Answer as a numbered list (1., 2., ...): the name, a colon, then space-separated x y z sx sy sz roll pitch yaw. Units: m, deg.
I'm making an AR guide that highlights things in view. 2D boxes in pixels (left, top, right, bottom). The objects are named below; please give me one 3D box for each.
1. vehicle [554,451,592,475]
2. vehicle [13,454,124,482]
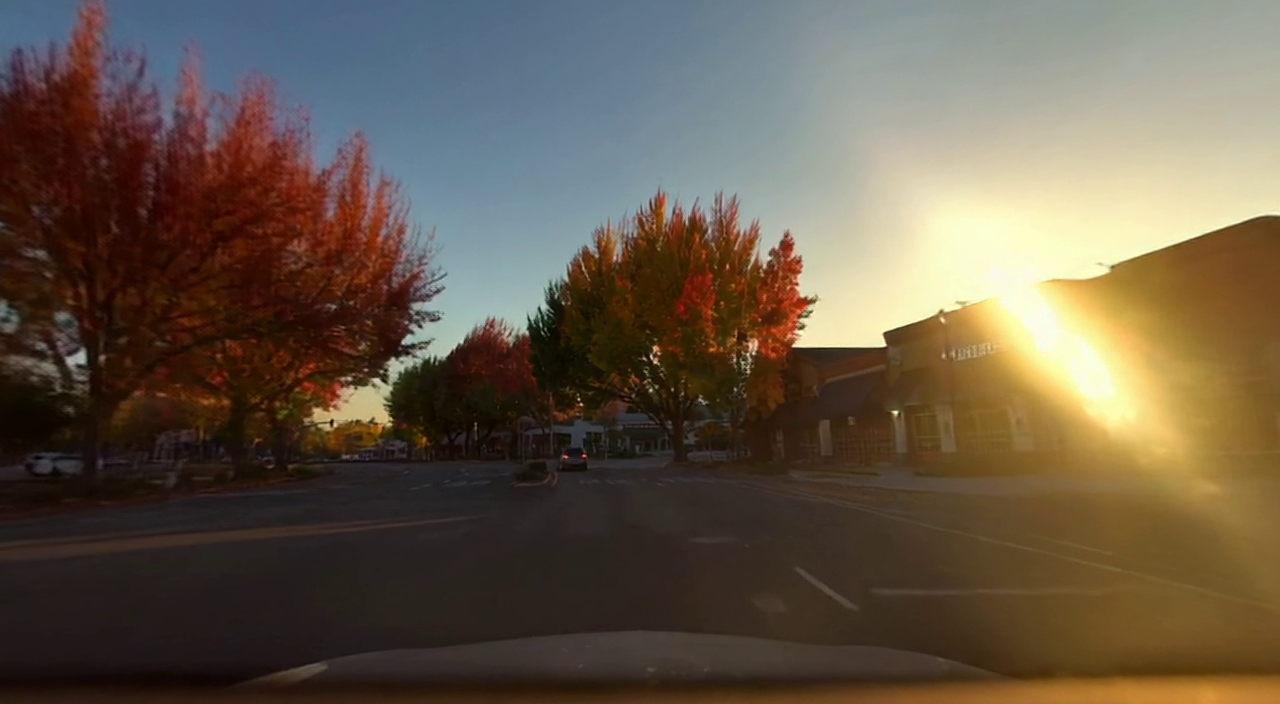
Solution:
1. vehicle: -4.646 7.558 43.225 2.018 1.512 4.304 2 -9 -14
2. vehicle: -36.771 7.457 40.668 4.807 1.665 2.045 2 -9 -10
